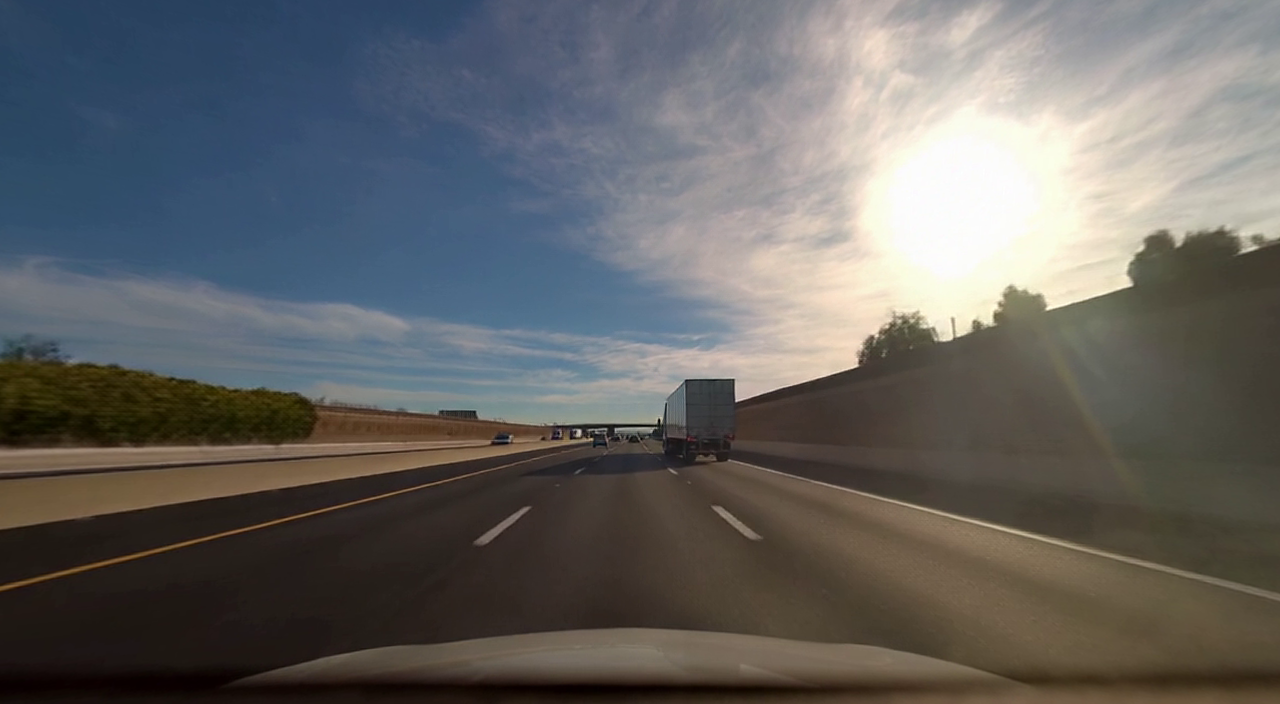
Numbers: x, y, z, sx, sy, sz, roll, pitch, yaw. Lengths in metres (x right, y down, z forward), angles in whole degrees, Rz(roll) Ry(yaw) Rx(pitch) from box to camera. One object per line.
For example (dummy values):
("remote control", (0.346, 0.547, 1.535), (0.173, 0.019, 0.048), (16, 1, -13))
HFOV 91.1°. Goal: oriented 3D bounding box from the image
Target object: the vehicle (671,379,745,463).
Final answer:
("vehicle", (3.428, 3.878, 34.275), (2.859, 3.981, 8.596), (0, -8, -1))
